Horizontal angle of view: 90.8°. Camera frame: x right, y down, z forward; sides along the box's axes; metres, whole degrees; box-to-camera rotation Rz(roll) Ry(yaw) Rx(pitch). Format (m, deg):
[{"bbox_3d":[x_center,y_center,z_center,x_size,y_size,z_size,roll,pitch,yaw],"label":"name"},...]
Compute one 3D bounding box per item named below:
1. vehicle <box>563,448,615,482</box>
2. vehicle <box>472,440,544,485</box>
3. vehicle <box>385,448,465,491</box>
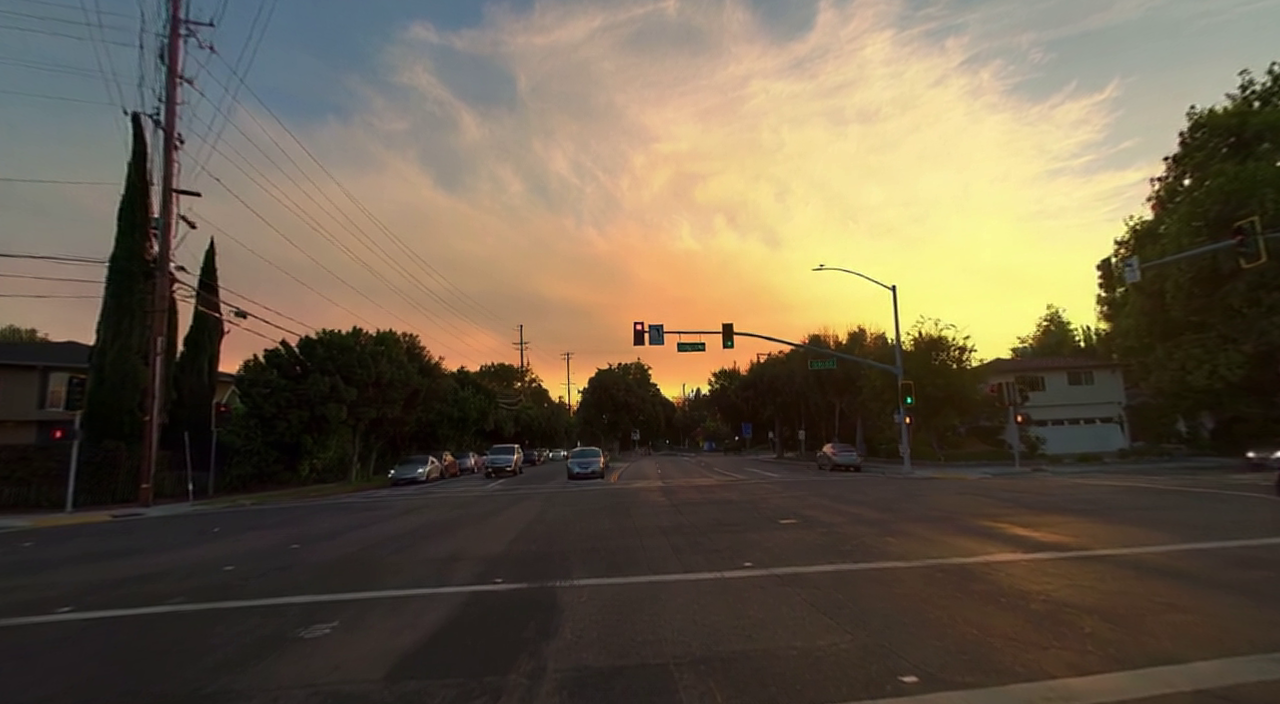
[{"bbox_3d":[-2.329,5.313,30.065,2.174,1.477,4.805,0,-9,-1],"label":"vehicle"},{"bbox_3d":[-6.319,5.350,30.937,2.479,1.977,5.254,0,-9,-1],"label":"vehicle"},{"bbox_3d":[-10.099,5.528,30.135,2.241,1.819,4.690,0,-9,-1],"label":"vehicle"}]
